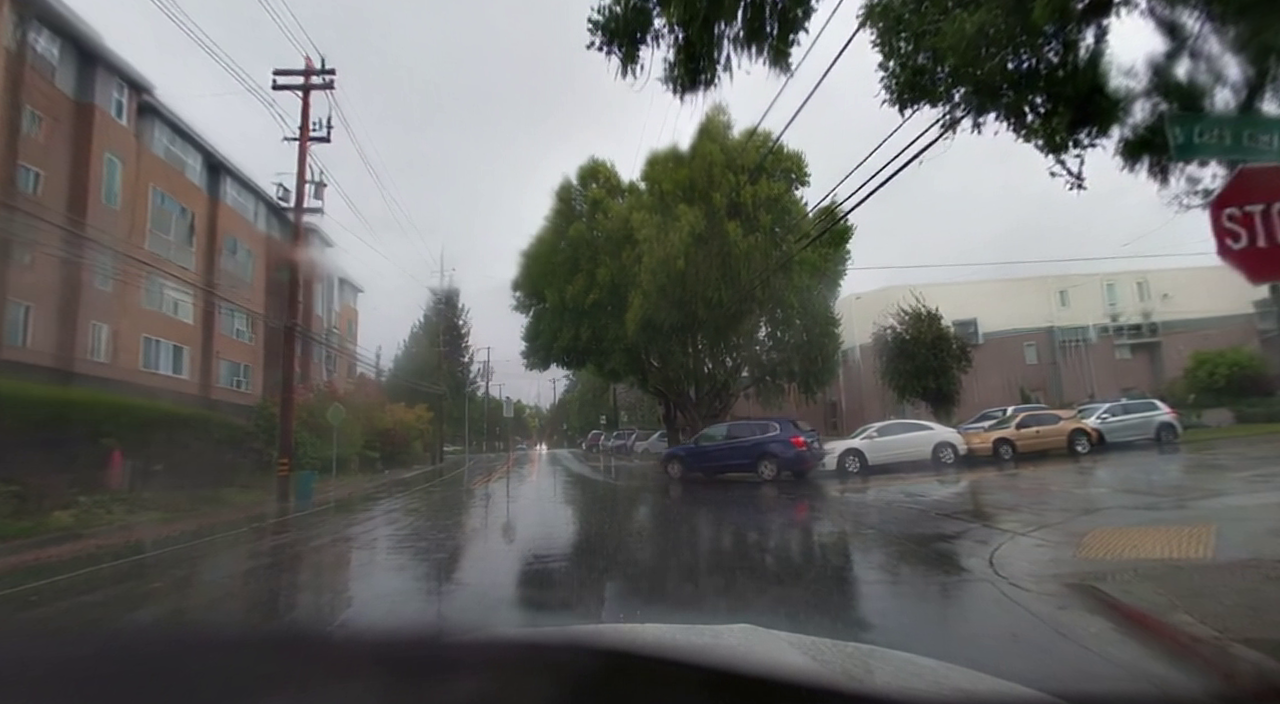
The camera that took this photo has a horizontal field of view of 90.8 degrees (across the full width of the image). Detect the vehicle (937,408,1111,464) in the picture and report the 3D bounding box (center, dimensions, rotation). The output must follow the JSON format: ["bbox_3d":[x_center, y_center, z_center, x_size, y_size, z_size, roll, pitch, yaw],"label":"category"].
[{"bbox_3d":[12.893,2.851,21.326,4.830,1.490,1.878,-2,-11,-11],"label":"vehicle"}]

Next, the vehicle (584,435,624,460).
[{"bbox_3d":[-2.300,5.933,39.393,1.918,1.475,4.060,2,-9,-12],"label":"vehicle"}]

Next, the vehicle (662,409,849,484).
[{"bbox_3d":[3.249,2.648,17.761,4.790,1.872,2.155,-4,-9,22],"label":"vehicle"}]

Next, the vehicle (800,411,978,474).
[{"bbox_3d":[7.907,2.917,20.294,4.877,1.755,1.918,0,-11,-10],"label":"vehicle"}]

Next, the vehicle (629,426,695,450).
[{"bbox_3d":[1.562,6.282,45.920,4.424,1.645,1.820,2,-9,-13],"label":"vehicle"}]
